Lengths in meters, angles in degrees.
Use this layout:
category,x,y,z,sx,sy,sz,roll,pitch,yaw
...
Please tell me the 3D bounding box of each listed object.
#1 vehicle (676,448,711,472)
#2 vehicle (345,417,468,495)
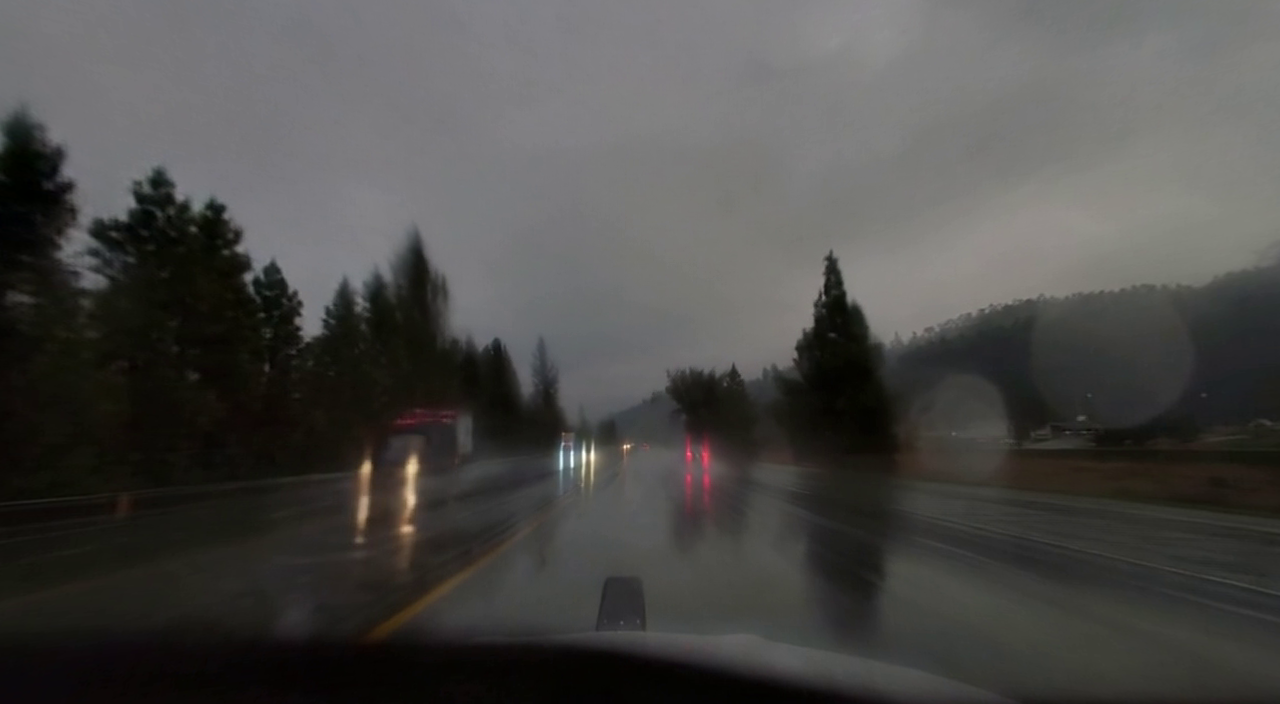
category,x,y,z,sx,sy,sz,roll,pitch,yaw
vehicle,3.712,7.605,44.528,2.013,1.584,3.995,0,-9,-1
vehicle,-12.242,5.610,34.332,2.922,3.619,9.476,0,-9,1
